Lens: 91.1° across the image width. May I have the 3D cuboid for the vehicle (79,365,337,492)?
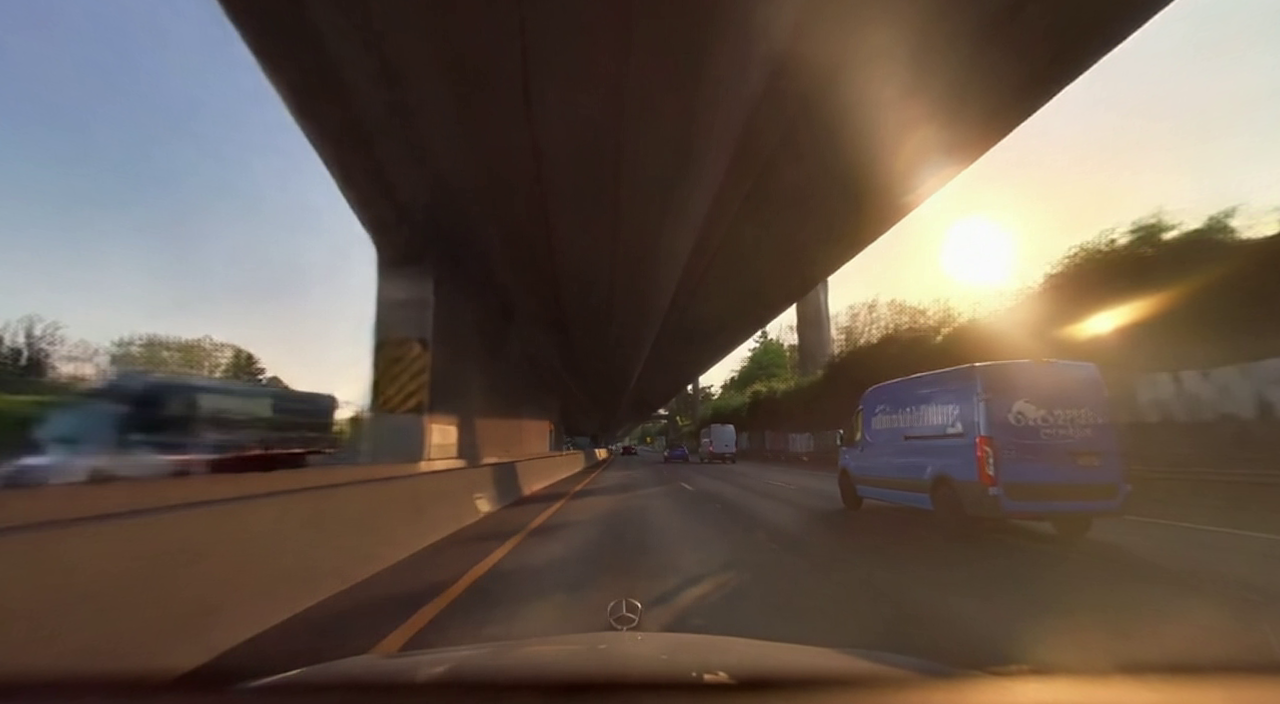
[{"bbox_3d":[-16.377,3.235,25.493,2.954,4.027,10.716,0,-9,-1],"label":"vehicle"}]

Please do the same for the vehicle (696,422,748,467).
[{"bbox_3d":[6.356,7.376,49.958,2.761,3.225,7.624,0,-9,-2],"label":"vehicle"}]

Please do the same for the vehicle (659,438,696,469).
[{"bbox_3d":[2.516,6.941,43.224,2.007,1.943,5.010,0,-9,-3],"label":"vehicle"}]

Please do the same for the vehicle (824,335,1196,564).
[{"bbox_3d":[5.118,1.531,10.194,2.283,2.631,5.719,0,-9,-2],"label":"vehicle"}]
